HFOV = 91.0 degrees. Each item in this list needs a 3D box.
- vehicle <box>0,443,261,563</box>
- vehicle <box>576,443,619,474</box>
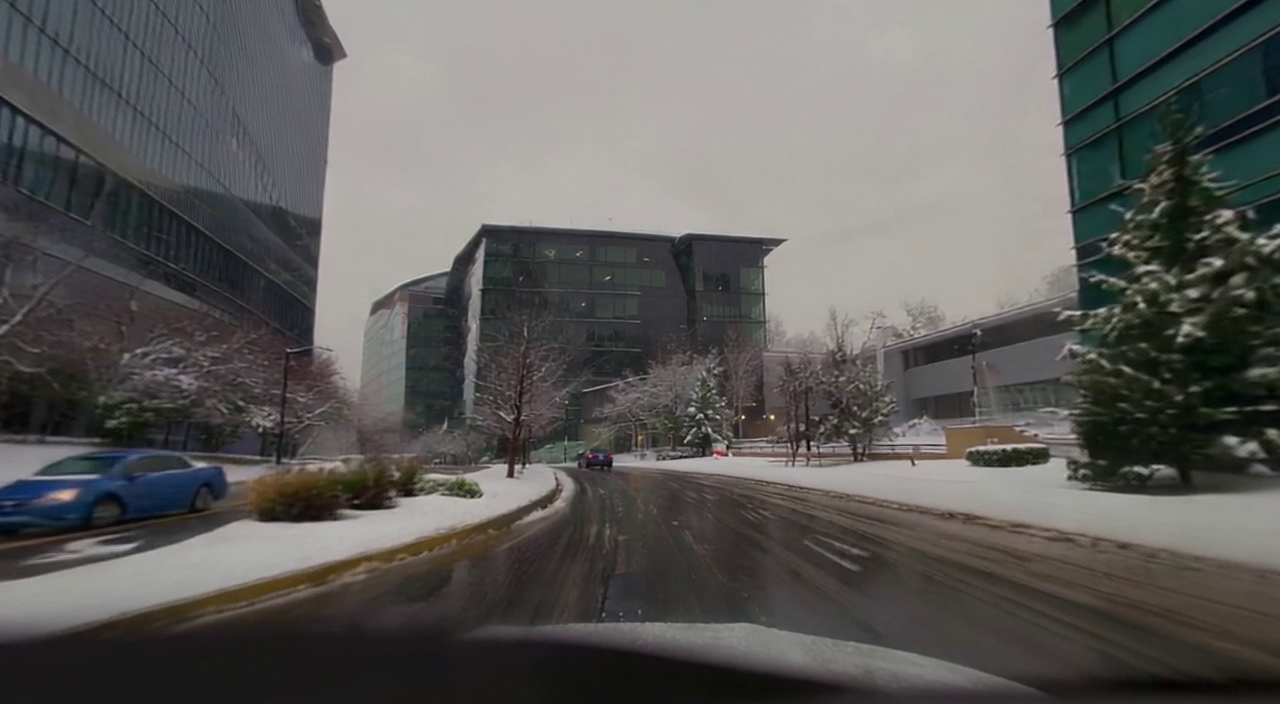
[{"bbox_3d":[-8.431,2.275,10.294,2.004,1.549,3.947,0,-8,-1],"label":"vehicle"},{"bbox_3d":[-2.798,6.772,40.238,2.129,1.816,4.851,2,-9,-11],"label":"vehicle"}]
